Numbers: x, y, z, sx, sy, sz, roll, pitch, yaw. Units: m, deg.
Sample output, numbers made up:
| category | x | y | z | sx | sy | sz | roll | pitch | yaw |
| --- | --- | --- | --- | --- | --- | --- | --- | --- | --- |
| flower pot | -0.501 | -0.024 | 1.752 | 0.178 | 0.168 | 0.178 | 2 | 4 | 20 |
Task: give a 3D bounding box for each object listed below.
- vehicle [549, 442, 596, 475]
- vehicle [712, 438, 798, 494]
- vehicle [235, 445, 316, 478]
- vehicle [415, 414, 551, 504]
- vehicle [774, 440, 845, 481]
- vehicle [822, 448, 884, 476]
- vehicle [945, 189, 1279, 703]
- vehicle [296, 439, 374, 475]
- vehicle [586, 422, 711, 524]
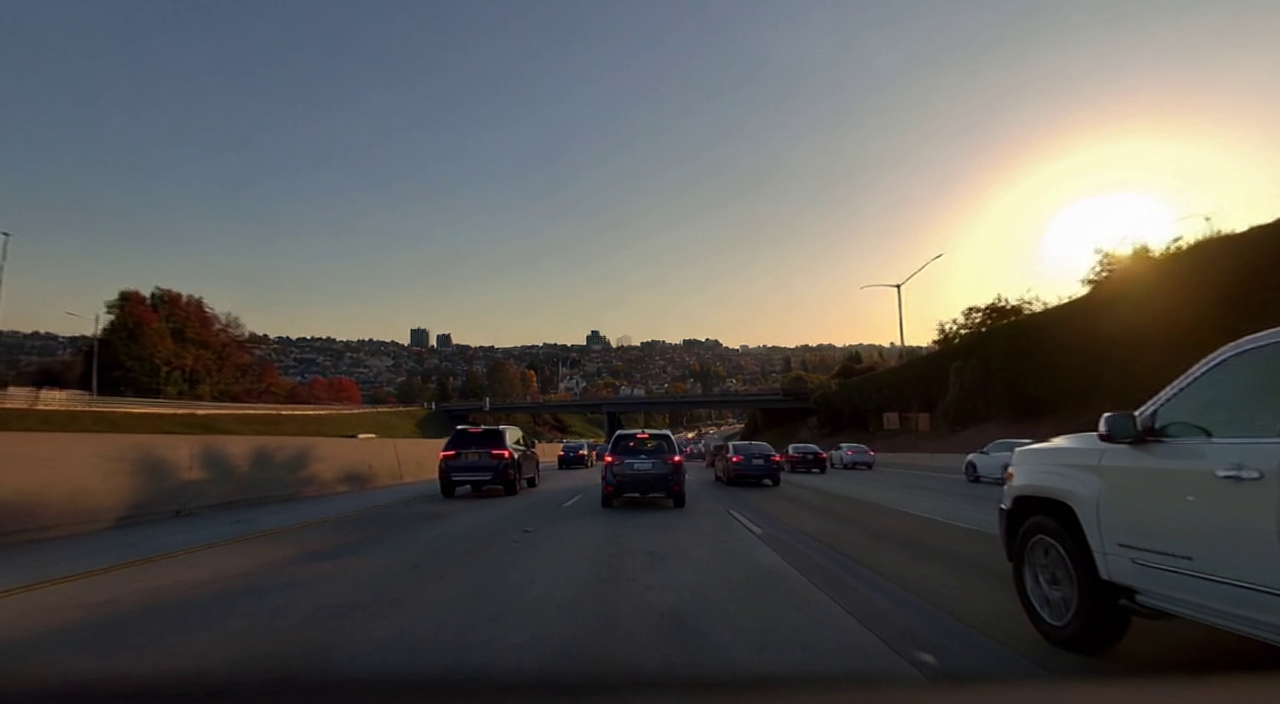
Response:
| category | x | y | z | sx | sy | sz | roll | pitch | yaw |
| --- | --- | --- | --- | --- | --- | --- | --- | --- | --- |
| vehicle | -3.643 | 5.879 | 34.920 | 1.982 | 1.655 | 4.604 | 0 | -9 | 2 |
| vehicle | 3.720 | 3.782 | 21.287 | 2.022 | 1.633 | 4.651 | 0 | -9 | 0 |
| vehicle | -21.614 | 6.479 | 37.581 | 1.949 | 1.844 | 4.533 | 0 | -9 | 2 |
| vehicle | -4.182 | 3.016 | 18.126 | 2.212 | 2.101 | 6.052 | 0 | -9 | 2 |
| vehicle | 7.953 | 5.125 | 30.042 | 2.054 | 1.769 | 4.693 | 0 | -9 | 0 |
| vehicle | 12.142 | 6.258 | 36.186 | 1.945 | 1.498 | 4.385 | 1 | -9 | -1 |
| vehicle | 3.538 | 0.510 | 2.211 | 2.300 | 2.242 | 5.327 | 0 | -9 | 1 |
| vehicle | -17.659 | 6.086 | 36.776 | 2.024 | 1.946 | 4.793 | 0 | -9 | 1 |
| vehicle | 0.189 | 2.440 | 13.190 | 2.181 | 1.756 | 4.167 | 0 | -9 | 1 |
